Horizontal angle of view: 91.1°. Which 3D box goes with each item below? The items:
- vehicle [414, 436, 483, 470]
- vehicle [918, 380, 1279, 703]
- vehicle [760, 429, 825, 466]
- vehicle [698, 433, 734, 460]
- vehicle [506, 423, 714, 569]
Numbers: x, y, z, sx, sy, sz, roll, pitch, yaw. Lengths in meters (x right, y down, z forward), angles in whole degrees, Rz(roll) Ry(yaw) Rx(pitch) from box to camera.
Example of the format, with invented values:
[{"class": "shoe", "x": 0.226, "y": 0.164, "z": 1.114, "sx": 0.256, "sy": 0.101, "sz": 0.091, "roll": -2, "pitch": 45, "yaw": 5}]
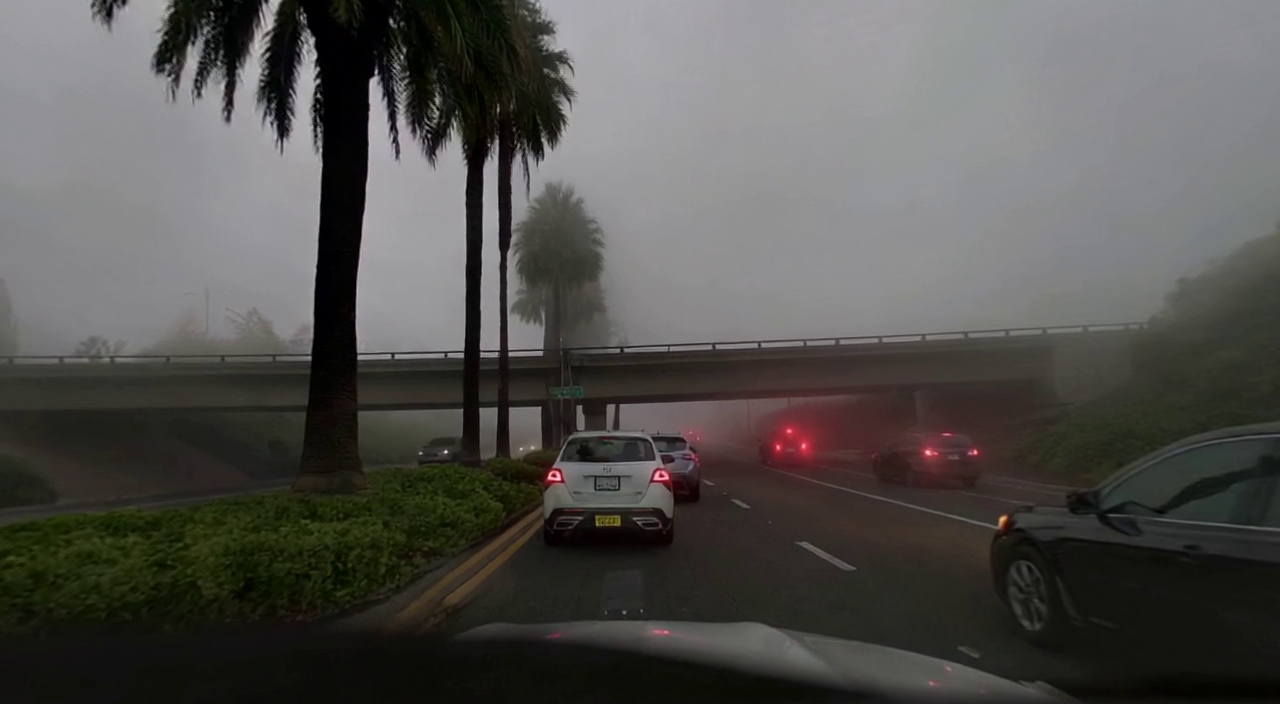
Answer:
[{"class": "vehicle", "x": -11.894, "y": 6.302, "z": 39.507, "sx": 2.386, "sy": 1.943, "sz": 5.700, "roll": 0, "pitch": -8, "yaw": 1}, {"class": "vehicle", "x": 3.386, "y": 0.966, "z": 2.943, "sx": 2.034, "sy": 1.517, "sz": 4.840, "roll": 0, "pitch": -8, "yaw": 1}, {"class": "vehicle", "x": 8.031, "y": 5.129, "z": 33.648, "sx": 2.242, "sy": 1.817, "sz": 4.837, "roll": 0, "pitch": -8, "yaw": 0}, {"class": "vehicle", "x": 5.048, "y": 6.306, "z": 42.048, "sx": 1.947, "sy": 1.716, "sz": 4.110, "roll": 0, "pitch": -8, "yaw": 0}, {"class": "vehicle", "x": -0.258, "y": 1.805, "z": 8.632, "sx": 2.172, "sy": 1.506, "sz": 4.018, "roll": 0, "pitch": -8, "yaw": 2}]
